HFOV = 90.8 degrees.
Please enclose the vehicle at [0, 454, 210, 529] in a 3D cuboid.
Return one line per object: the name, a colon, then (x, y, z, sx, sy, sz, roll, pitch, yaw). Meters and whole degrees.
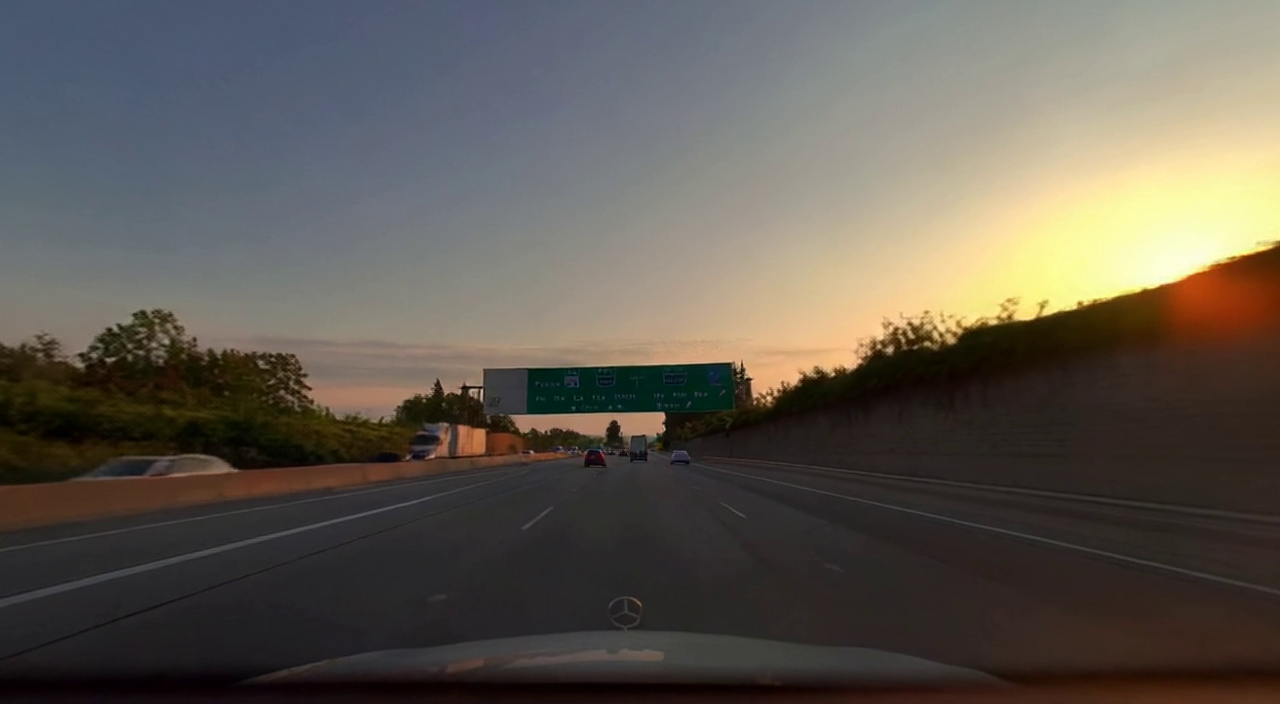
vehicle: (-12.406, 3.116, 14.663, 1.781, 1.426, 4.265, 0, -9, 0)
